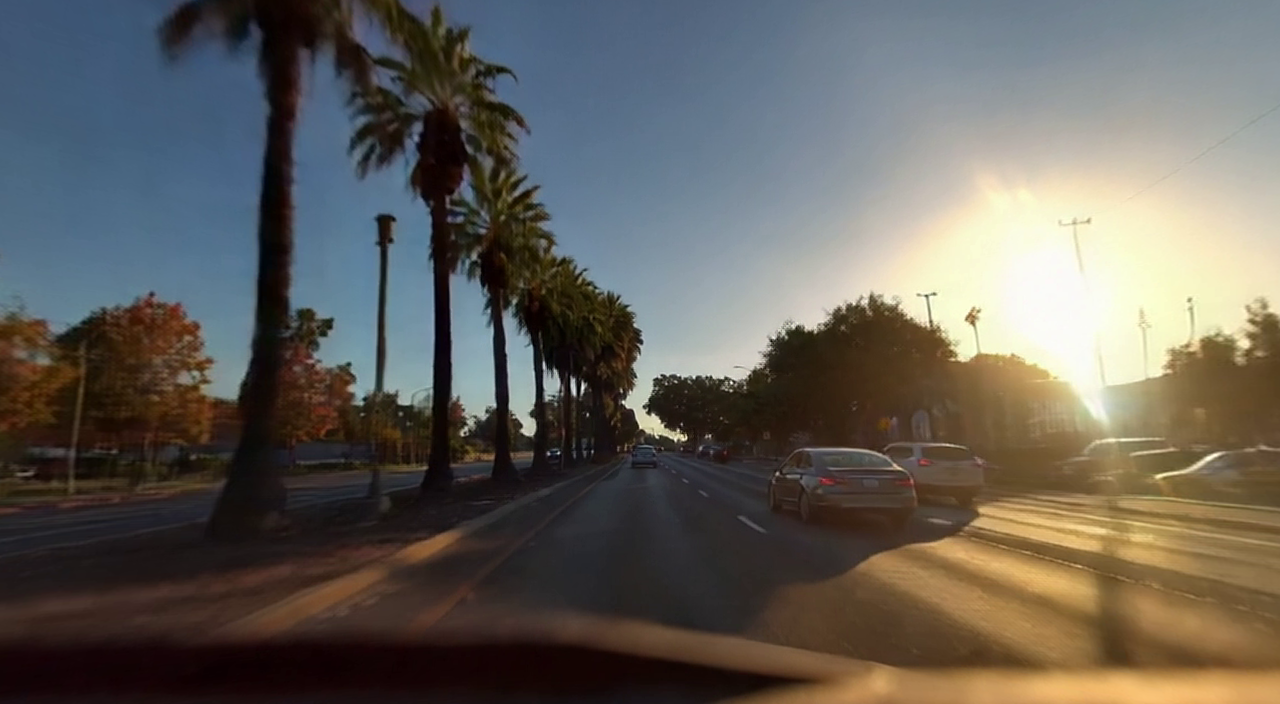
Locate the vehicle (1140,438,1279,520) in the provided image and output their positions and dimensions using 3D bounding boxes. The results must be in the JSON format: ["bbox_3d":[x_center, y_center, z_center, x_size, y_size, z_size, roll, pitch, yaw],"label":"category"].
[{"bbox_3d":[15.140,3.070,15.676,1.954,1.800,4.165,0,-9,0],"label":"vehicle"}]

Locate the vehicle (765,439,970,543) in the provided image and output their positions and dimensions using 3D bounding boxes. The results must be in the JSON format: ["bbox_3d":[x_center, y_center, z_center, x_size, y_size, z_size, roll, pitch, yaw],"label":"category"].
[{"bbox_3d":[3.682,2.316,11.248,1.875,1.452,4.453,0,-9,-2],"label":"vehicle"}]

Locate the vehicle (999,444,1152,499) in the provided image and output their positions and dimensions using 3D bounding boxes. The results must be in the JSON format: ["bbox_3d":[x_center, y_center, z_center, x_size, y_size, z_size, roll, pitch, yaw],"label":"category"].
[{"bbox_3d":[15.151,4.140,22.377,2.017,1.710,4.715,0,-9,0],"label":"vehicle"}]

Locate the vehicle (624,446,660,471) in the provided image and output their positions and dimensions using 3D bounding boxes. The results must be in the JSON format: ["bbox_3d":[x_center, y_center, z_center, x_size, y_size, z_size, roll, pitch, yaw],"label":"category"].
[{"bbox_3d":[0.078,6.404,38.206,2.031,1.444,4.361,0,-9,-1],"label":"vehicle"}]
